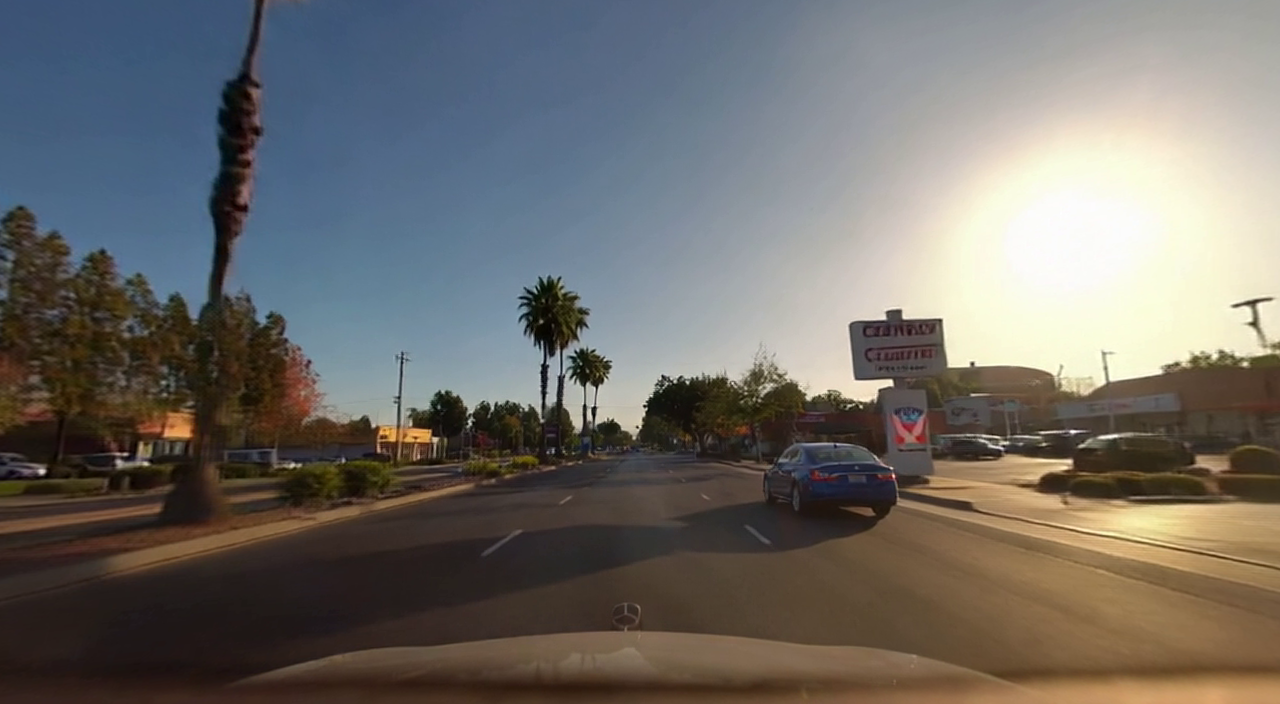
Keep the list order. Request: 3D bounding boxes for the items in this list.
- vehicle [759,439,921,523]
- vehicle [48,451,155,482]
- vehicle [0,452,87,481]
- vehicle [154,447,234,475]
[{"bbox_3d":[3.897,2.576,13.197,1.978,1.442,4.262,0,-8,0],"label":"vehicle"},{"bbox_3d":[-33.439,7.093,39.451,2.347,1.610,4.867,-1,-8,1],"label":"vehicle"},{"bbox_3d":[-37.413,7.111,39.372,2.052,1.645,4.225,0,-9,-2],"label":"vehicle"},{"bbox_3d":[-33.301,8.146,47.376,2.216,1.965,5.147,0,-9,0],"label":"vehicle"}]
